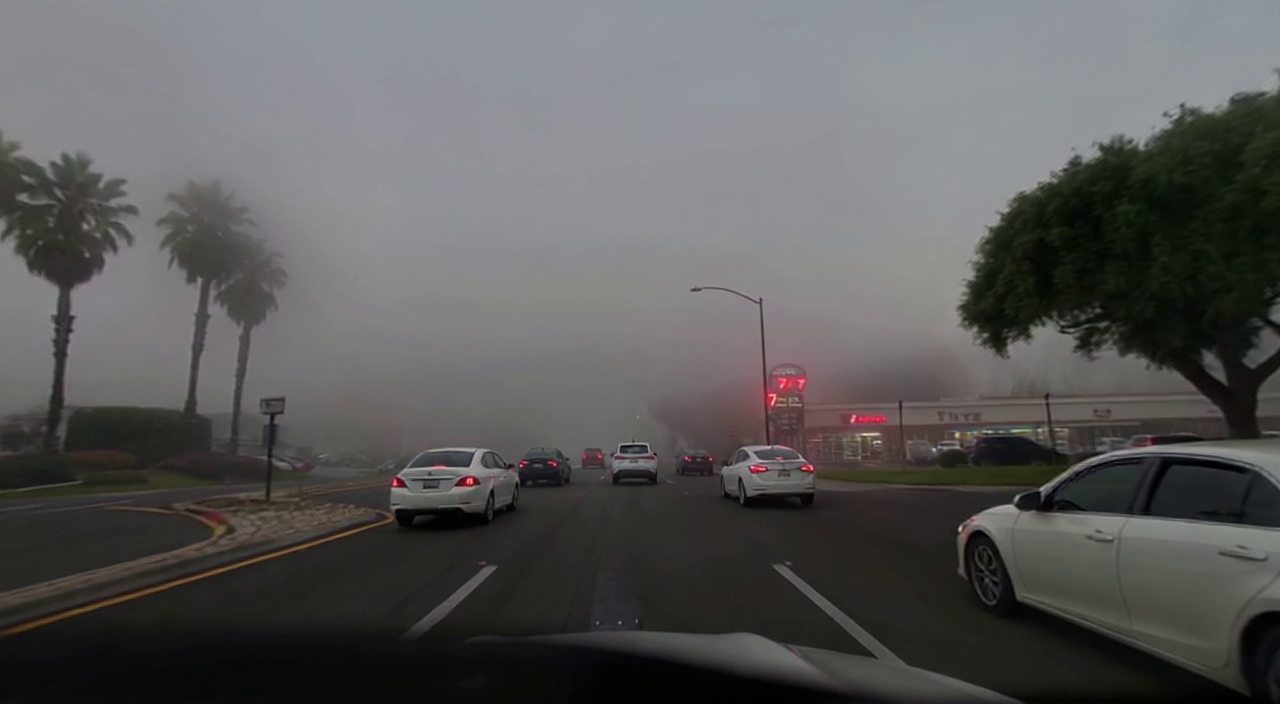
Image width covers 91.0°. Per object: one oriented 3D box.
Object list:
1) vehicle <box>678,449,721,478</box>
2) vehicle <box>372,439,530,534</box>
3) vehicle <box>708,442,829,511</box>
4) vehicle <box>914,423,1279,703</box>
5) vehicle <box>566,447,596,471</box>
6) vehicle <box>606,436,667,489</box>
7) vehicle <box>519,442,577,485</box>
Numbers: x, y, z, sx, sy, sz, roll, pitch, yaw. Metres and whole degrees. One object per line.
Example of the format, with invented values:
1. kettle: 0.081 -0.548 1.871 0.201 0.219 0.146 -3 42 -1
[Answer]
1. vehicle: 3.241 6.193 35.085 1.880 1.476 3.932 0 -8 -2
2. vehicle: -3.395 2.469 12.246 1.864 1.505 4.202 0 -8 -1
3. vehicle: 3.076 3.082 16.147 1.977 1.480 4.589 0 -8 -2
4. vehicle: 3.633 1.206 3.853 1.867 1.448 4.436 0 -8 -1
5. vehicle: -4.321 7.830 46.354 1.871 1.673 3.920 0 -8 -1
6. vehicle: -0.156 4.229 24.446 2.164 1.867 4.254 0 -8 -1
7. vehicle: -3.967 4.865 27.821 1.932 1.695 4.235 0 -8 0
